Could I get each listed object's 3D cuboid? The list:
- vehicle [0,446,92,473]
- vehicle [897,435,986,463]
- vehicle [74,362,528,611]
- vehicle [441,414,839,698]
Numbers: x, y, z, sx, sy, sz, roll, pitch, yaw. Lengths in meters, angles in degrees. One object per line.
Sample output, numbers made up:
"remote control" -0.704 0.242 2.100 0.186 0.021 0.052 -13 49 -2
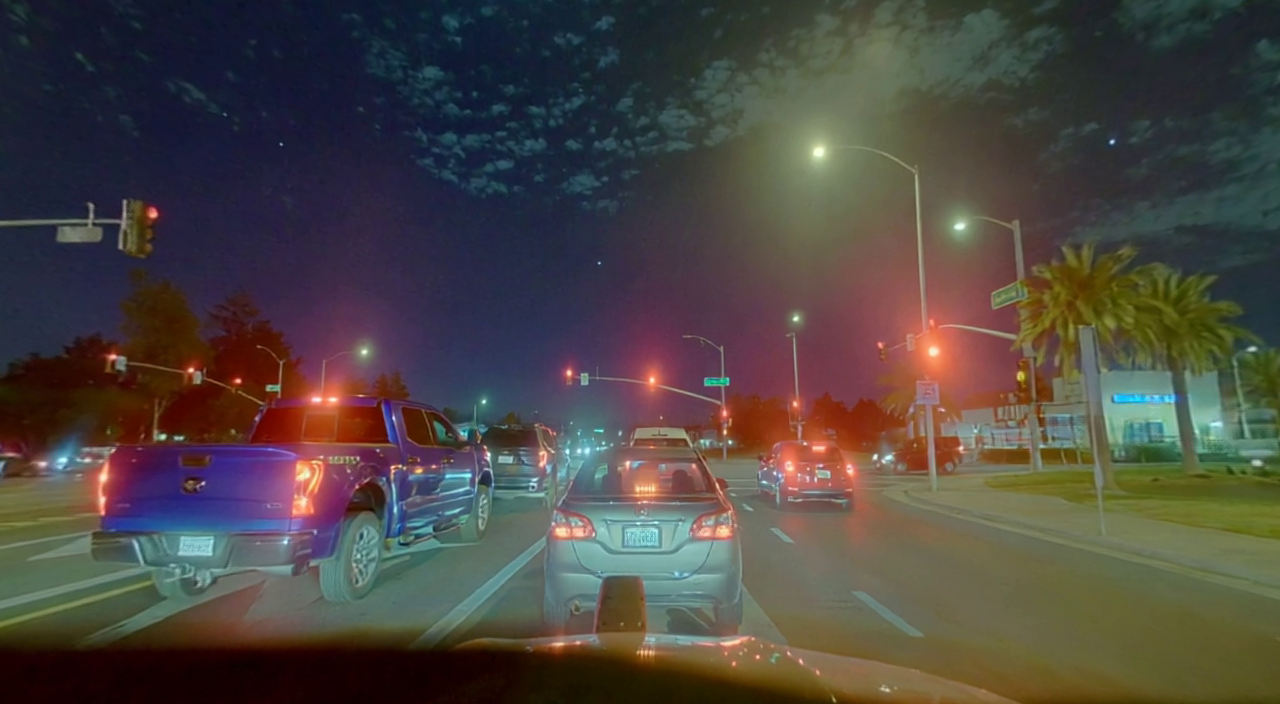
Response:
"vehicle" -37.116 6.630 38.857 4.576 1.617 1.937 0 -8 2
"vehicle" 18.804 6.078 39.292 4.466 1.717 1.963 0 -8 2
"vehicle" -3.233 1.480 7.907 2.330 1.969 5.626 -1 -8 3
"vehicle" 0.028 1.401 5.506 2.122 1.501 4.152 0 -8 1
